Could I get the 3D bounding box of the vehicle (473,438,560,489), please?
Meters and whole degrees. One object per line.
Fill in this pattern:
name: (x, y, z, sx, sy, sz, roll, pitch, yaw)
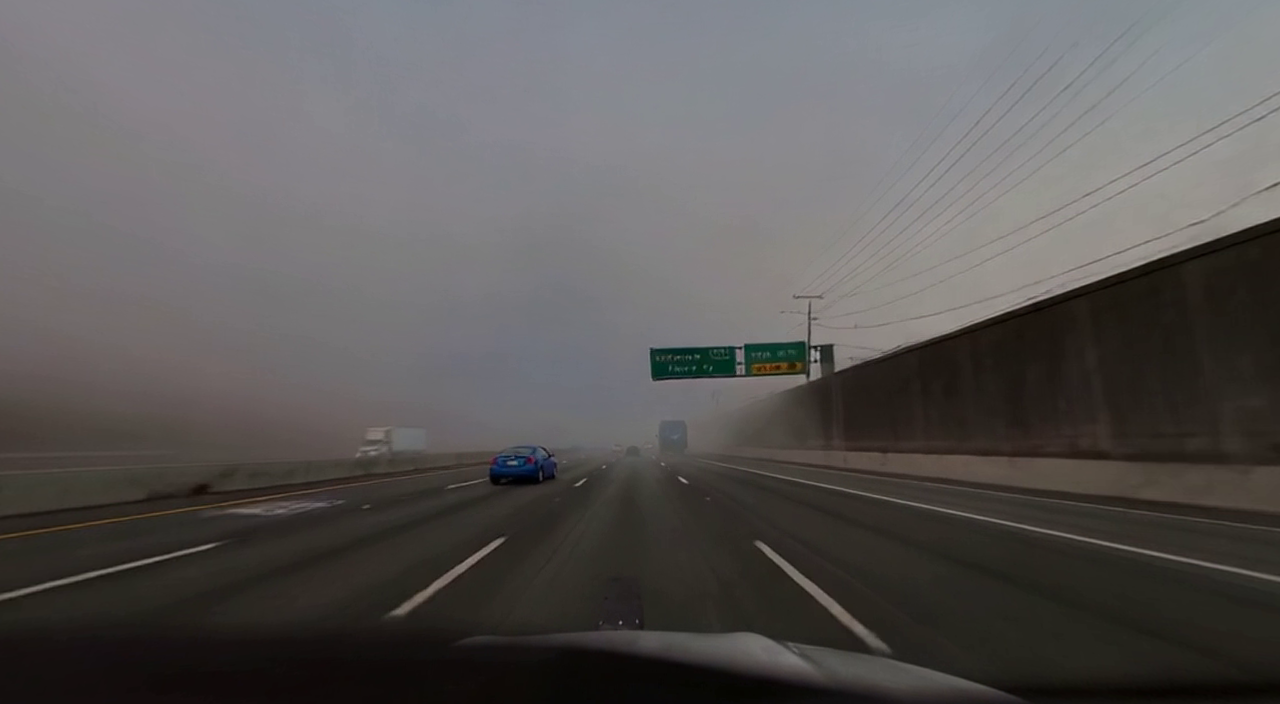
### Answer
vehicle: (-3.965, 3.667, 21.061, 2.009, 1.533, 4.175, 0, -9, 1)
